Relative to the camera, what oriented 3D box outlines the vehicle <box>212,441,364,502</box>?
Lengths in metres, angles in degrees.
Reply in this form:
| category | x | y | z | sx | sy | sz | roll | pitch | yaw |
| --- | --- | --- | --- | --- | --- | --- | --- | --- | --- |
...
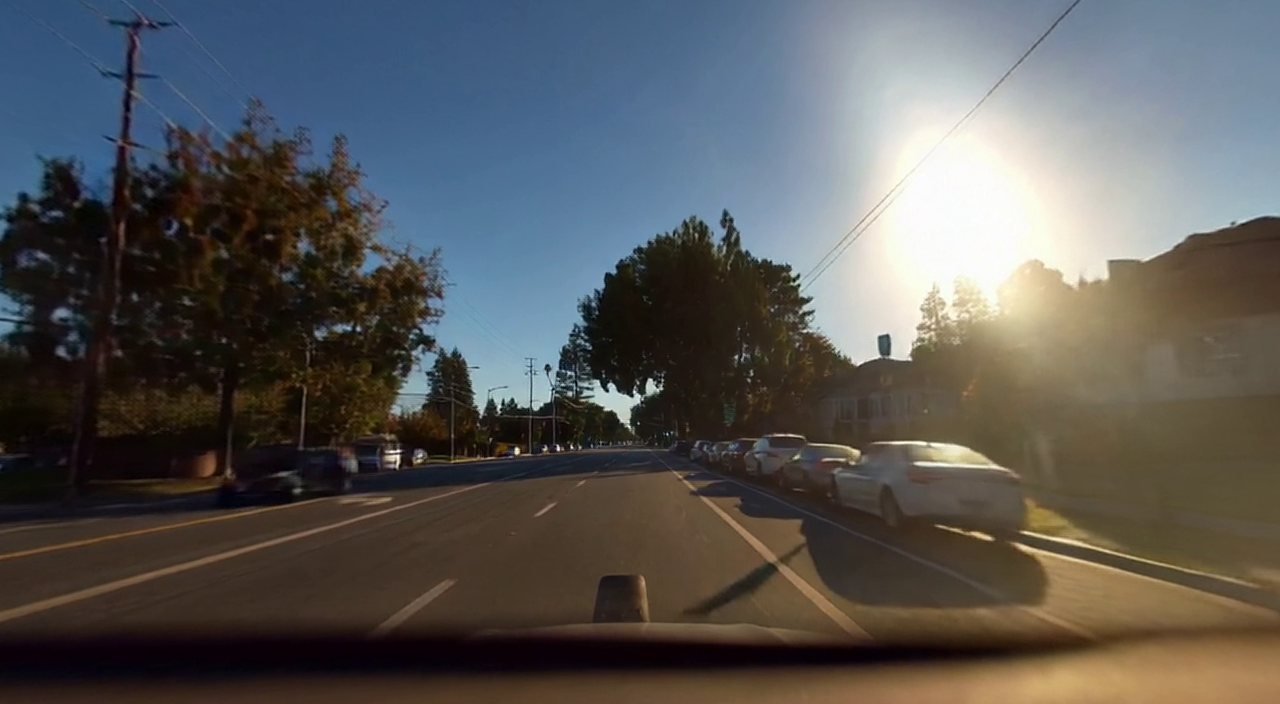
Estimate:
| category | x | y | z | sx | sy | sz | roll | pitch | yaw |
| --- | --- | --- | --- | --- | --- | --- | --- | --- | --- |
| vehicle | -10.136 | 3.440 | 18.669 | 1.978 | 1.566 | 4.357 | 0 | -9 | 0 |

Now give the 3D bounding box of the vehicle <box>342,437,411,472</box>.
| category | x | y | z | sx | sy | sz | roll | pitch | yaw |
| --- | --- | --- | --- | --- | --- | --- | --- | --- | --- |
| vehicle | -17.897 | 6.976 | 43.274 | 2.360 | 2.225 | 5.385 | 0 | -9 | 0 |

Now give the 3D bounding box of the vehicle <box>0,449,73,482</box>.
| category | x | y | z | sx | sy | sz | roll | pitch | yaw |
| --- | --- | --- | --- | --- | --- | --- | --- | --- | --- |
| vehicle | -30.423 | 5.408 | 30.163 | 4.603 | 1.498 | 2.053 | 0 | -9 | -1 |

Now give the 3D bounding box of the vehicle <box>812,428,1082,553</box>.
| category | x | y | z | sx | sy | sz | roll | pitch | yaw |
| --- | --- | --- | --- | --- | --- | --- | --- | --- | --- |
| vehicle | 4.435 | 2.062 | 10.187 | 1.927 | 1.523 | 4.668 | 0 | -8 | -1 |
